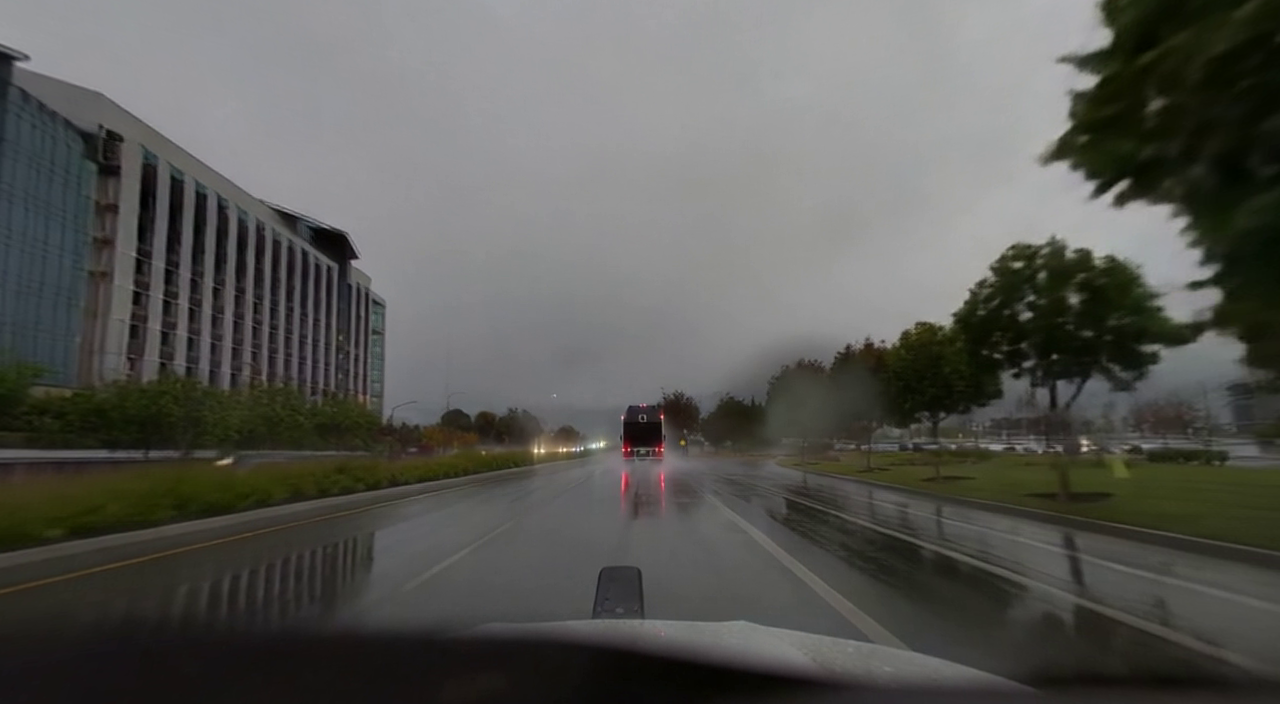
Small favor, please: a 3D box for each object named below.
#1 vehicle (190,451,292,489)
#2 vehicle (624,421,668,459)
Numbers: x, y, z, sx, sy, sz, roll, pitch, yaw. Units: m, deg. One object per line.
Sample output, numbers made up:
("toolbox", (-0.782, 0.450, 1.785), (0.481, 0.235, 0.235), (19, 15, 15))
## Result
("vehicle", (-19.327, 5.698, 30.884), (1.930, 1.633, 4.622), (0, -8, 0))
("vehicle", (0.266, 4.717, 33.667), (2.178, 1.829, 4.932), (0, -8, -1))
